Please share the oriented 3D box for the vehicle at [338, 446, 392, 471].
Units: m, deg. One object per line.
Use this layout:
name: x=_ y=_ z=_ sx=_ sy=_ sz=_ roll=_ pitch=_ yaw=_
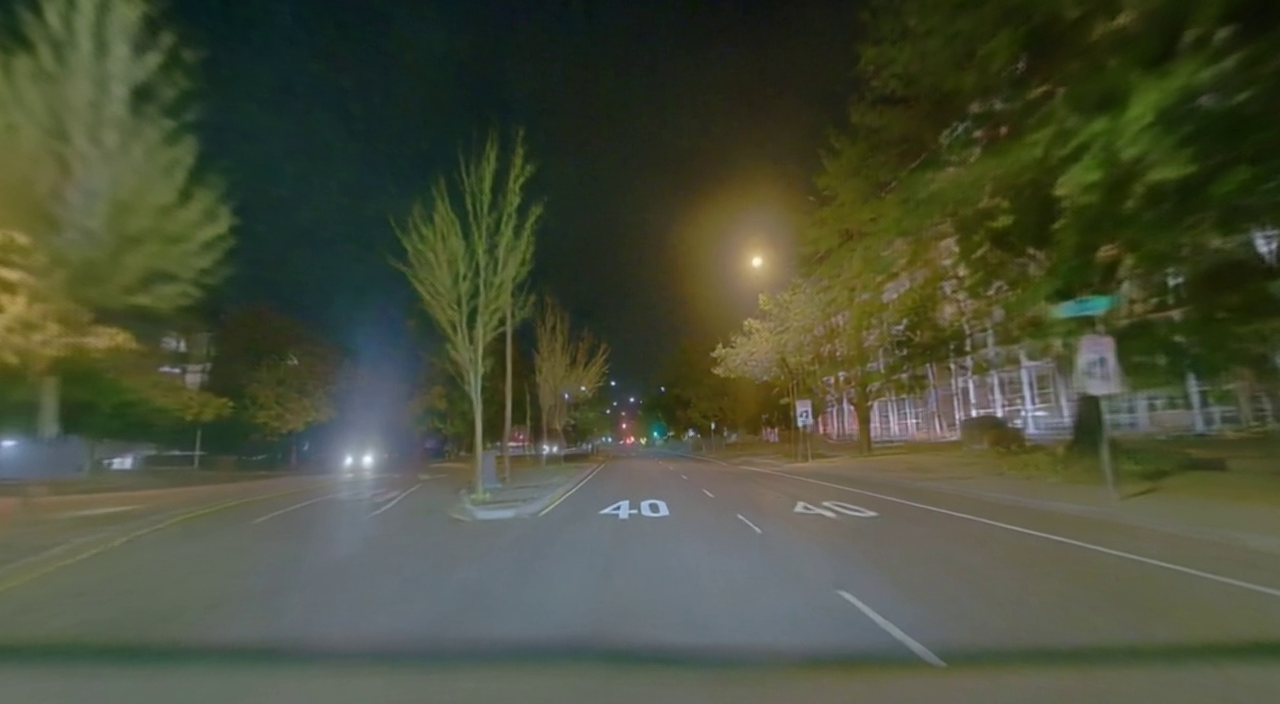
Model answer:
vehicle: x=-18.568 y=7.199 z=42.876 sx=1.877 sy=1.557 sz=4.423 roll=0 pitch=-8 yaw=-3
